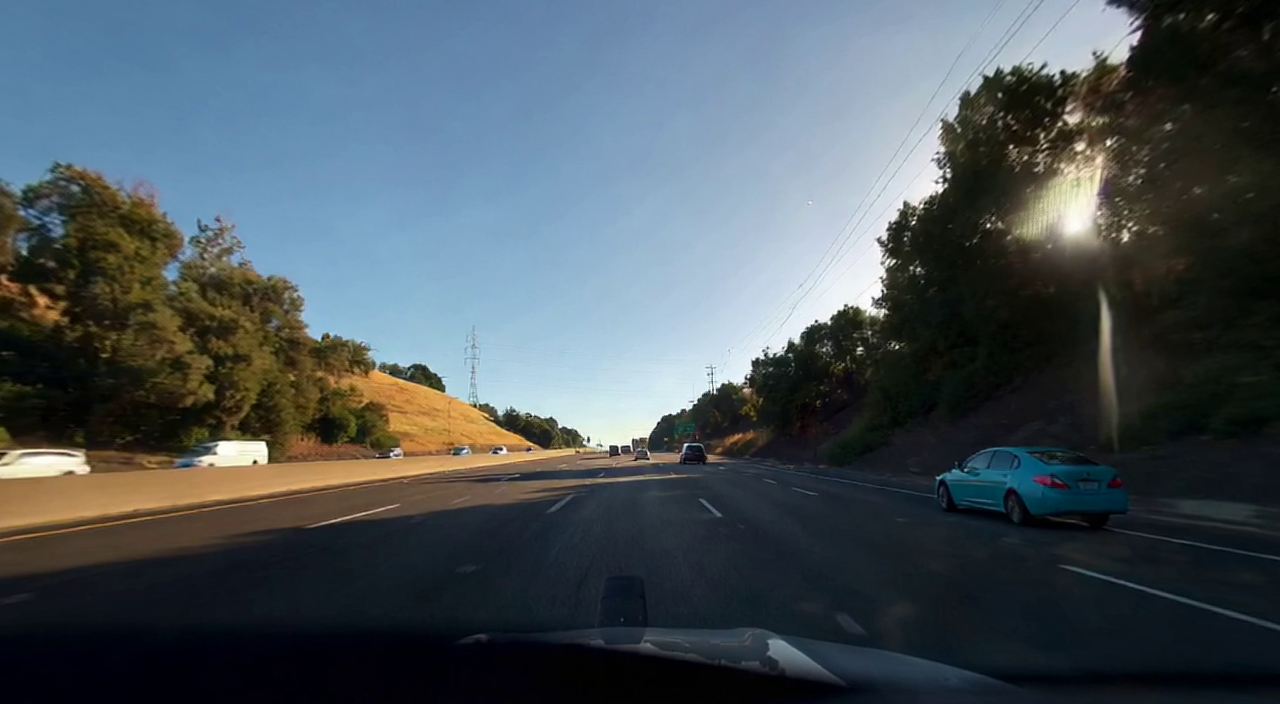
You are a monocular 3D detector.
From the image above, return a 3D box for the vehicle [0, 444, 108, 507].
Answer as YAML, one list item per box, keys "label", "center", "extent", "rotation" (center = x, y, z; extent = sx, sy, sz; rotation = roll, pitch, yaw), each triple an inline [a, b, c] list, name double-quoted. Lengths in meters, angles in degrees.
- label: "vehicle"
  center: [-16.467, 3.143, 16.248]
  extent: [1.795, 1.502, 4.053]
  rotation: [0, -8, 2]

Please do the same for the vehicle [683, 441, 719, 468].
- label: "vehicle"
  center: [4.265, 7.288, 44.787]
  extent: [2.159, 1.782, 4.673]
  rotation: [0, -8, 1]

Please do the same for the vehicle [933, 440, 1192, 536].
- label: "vehicle"
  center: [8.128, 2.617, 12.876]
  extent: [1.970, 1.545, 4.818]
  rotation: [0, -8, 0]

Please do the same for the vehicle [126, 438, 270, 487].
- label: "vehicle"
  center: [-19.783, 4.936, 28.655]
  extent: [2.204, 1.959, 5.810]
  rotation: [0, -8, 1]
